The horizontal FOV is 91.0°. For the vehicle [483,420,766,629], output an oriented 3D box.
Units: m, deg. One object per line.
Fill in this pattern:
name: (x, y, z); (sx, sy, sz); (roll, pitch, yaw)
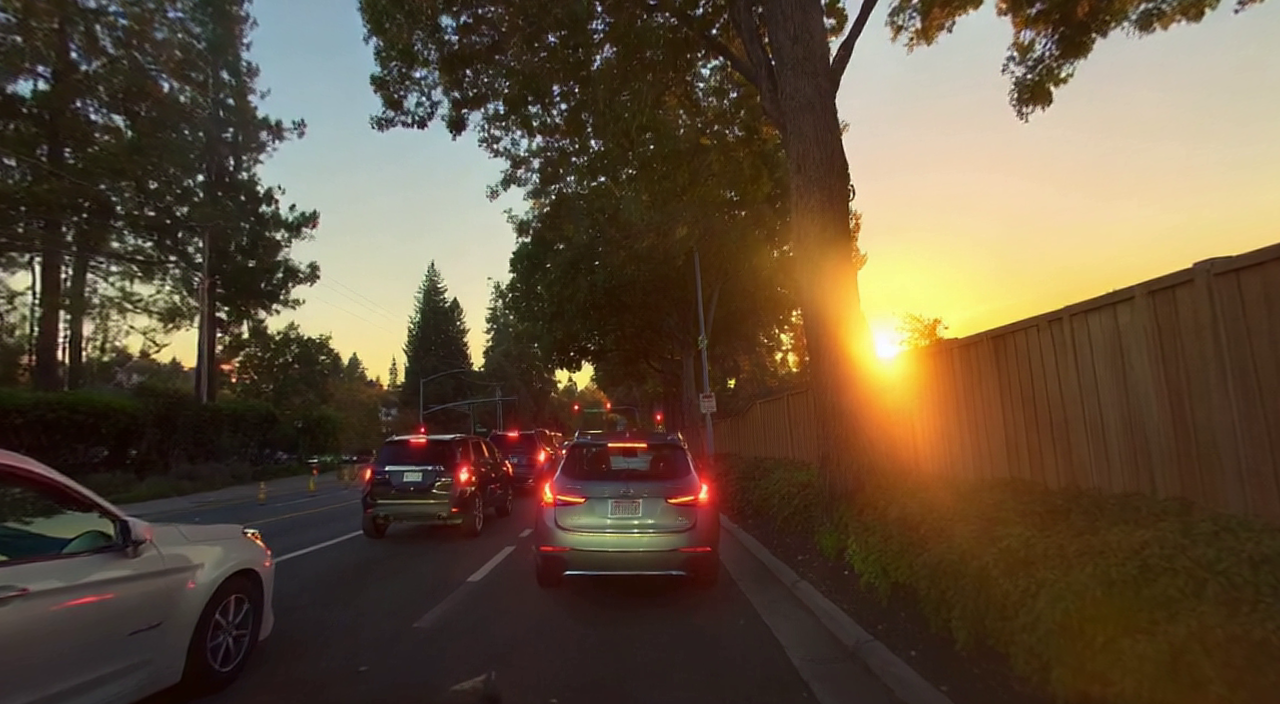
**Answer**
vehicle: (-0.139, 1.507, 6.445); (1.995, 1.460, 3.865); (0, -8, -1)

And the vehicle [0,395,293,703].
vehicle: (-3.180, 0.829, 1.572); (1.980, 1.520, 4.636); (0, -8, 0)

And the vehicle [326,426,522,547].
vehicle: (-3.225, 2.062, 10.255); (1.850, 1.582, 3.688); (0, -8, 0)
